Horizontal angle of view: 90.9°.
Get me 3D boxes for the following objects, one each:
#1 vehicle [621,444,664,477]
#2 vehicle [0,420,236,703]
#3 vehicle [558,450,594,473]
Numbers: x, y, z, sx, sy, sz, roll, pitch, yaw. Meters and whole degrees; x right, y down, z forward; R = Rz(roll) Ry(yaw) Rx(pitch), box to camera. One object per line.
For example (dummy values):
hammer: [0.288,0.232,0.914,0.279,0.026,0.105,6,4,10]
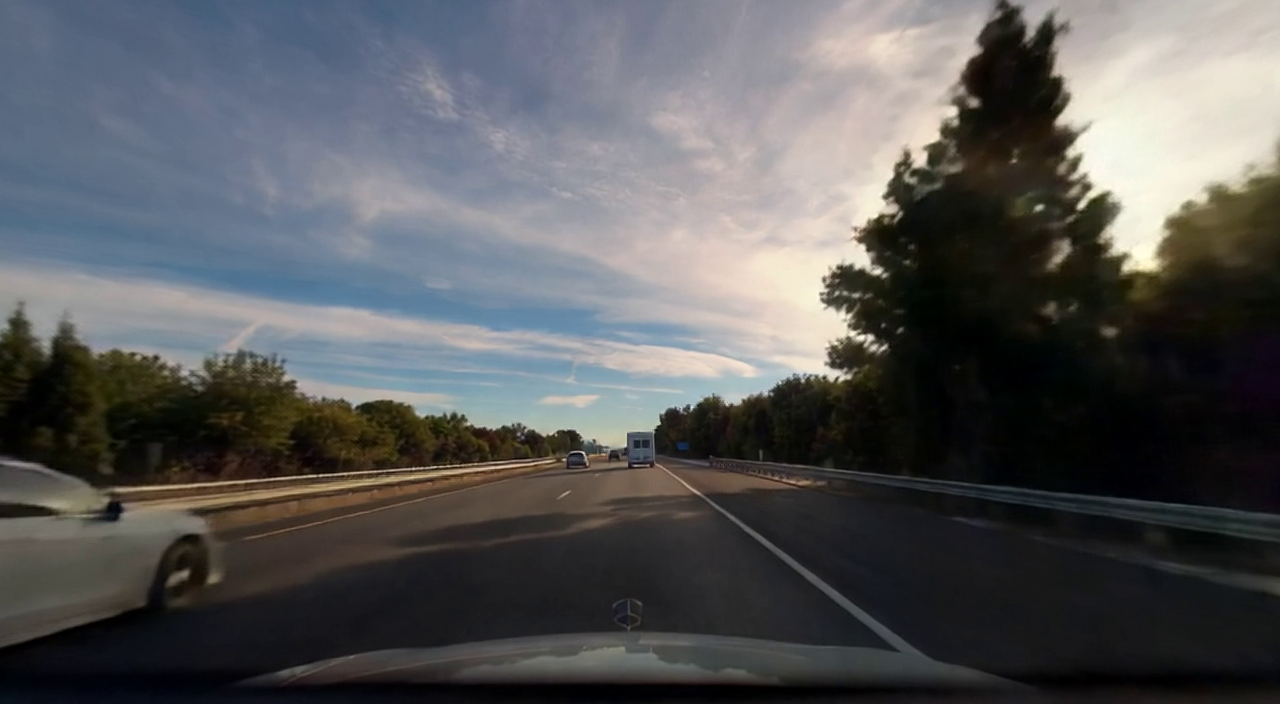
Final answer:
vehicle: [0.123,5.930,34.532,2.172,1.687,3.929,0,-9,0]
vehicle: [-4.165,1.000,2.629,1.998,1.460,4.422,0,-9,0]
vehicle: [-4.307,7.415,42.876,2.031,1.482,4.248,0,-9,-1]
